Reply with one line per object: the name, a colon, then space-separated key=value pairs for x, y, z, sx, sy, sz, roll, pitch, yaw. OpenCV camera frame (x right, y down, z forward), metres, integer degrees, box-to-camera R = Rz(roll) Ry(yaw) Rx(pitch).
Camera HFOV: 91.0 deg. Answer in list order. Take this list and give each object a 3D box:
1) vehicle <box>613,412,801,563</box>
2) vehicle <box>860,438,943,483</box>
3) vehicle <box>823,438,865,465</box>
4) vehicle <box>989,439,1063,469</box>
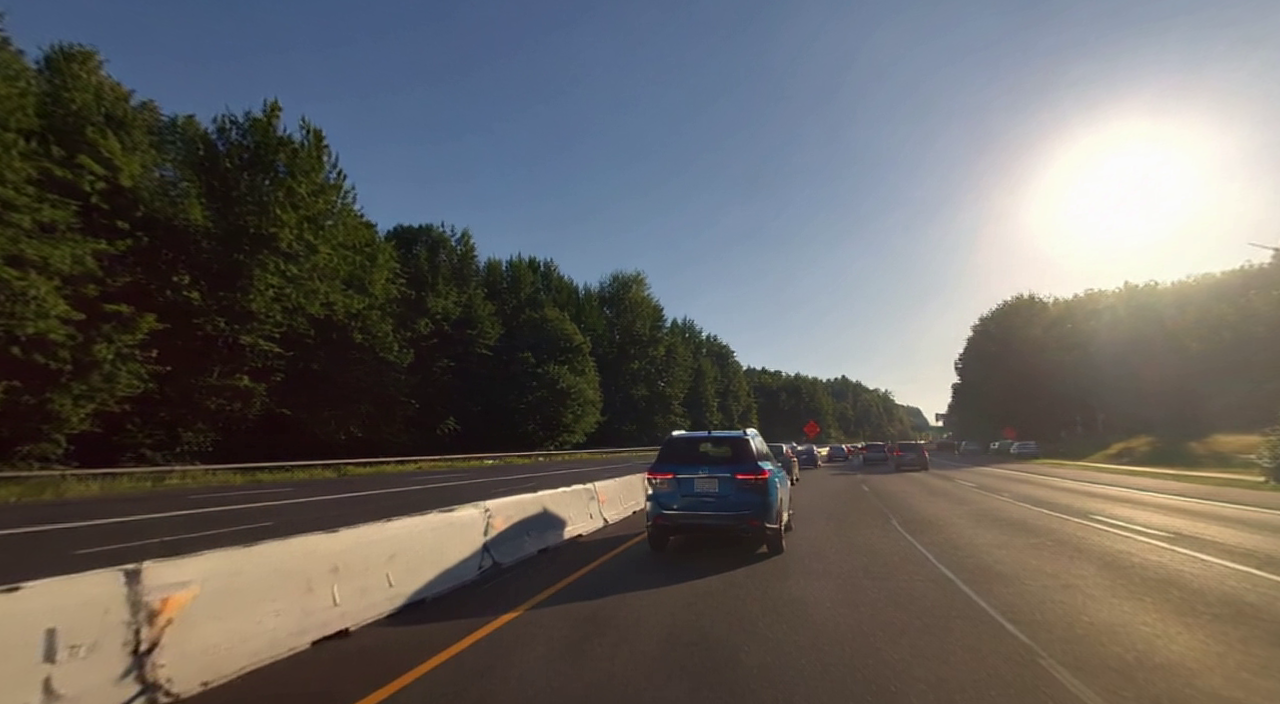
vehicle: x=1.209 y=1.801 z=9.163 sx=2.021 sy=1.635 sz=4.085 roll=-2 pitch=-9 yaw=16
vehicle: x=9.429 y=3.912 z=23.097 sx=1.962 sy=1.442 sz=4.536 roll=-2 pitch=-8 yaw=12
vehicle: x=12.583 y=6.134 z=39.061 sx=1.857 sy=1.584 sz=3.976 roll=-1 pitch=-8 yaw=9
vehicle: x=20.244 y=5.332 z=33.216 sx=1.990 sy=1.478 sz=4.475 roll=-2 pitch=-9 yaw=14
